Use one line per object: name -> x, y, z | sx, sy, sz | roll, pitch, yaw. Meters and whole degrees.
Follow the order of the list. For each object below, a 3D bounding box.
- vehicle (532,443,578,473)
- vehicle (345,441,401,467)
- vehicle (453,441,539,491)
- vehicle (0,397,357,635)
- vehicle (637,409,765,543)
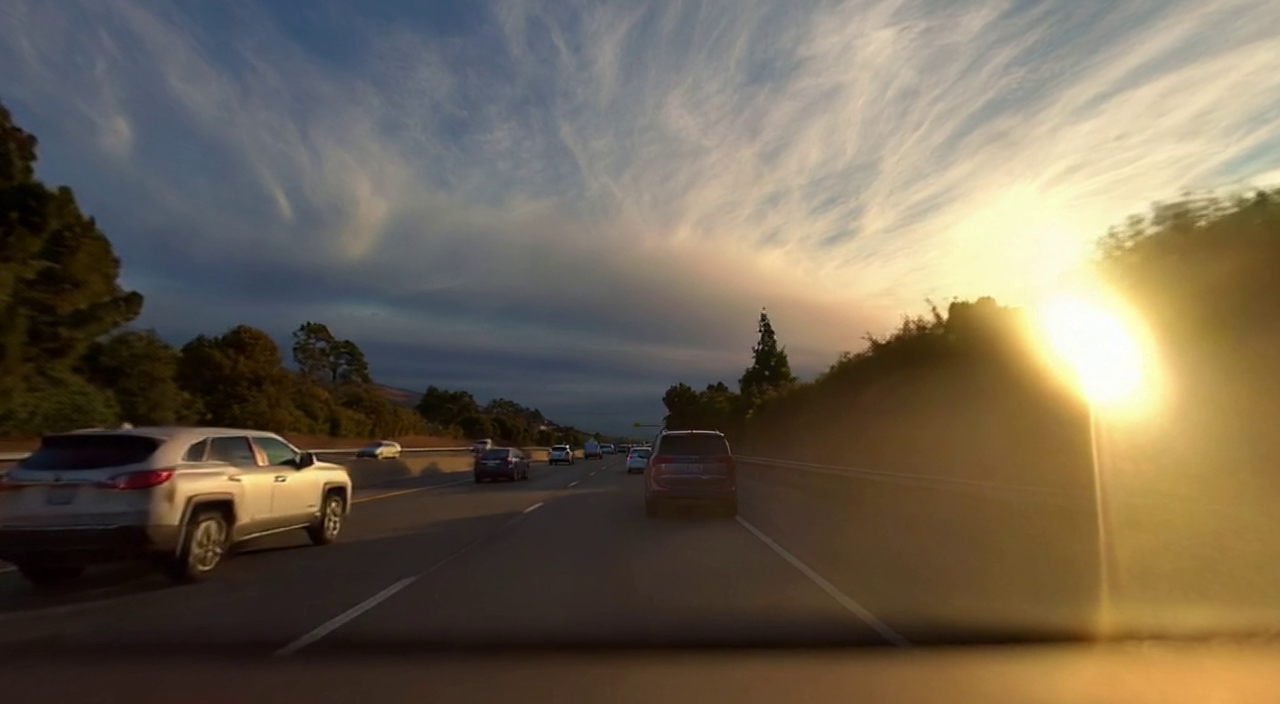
vehicle -> -4.621, 5.840, 34.931 | 1.855, 1.527, 4.209 | 0, -9, 2
vehicle -> -15.766, 6.036, 37.373 | 1.779, 1.439, 3.457 | 0, -9, 1
vehicle -> -4.638, 3.721, 20.873 | 1.867, 1.489, 3.829 | 0, -9, 1
vehicle -> -4.944, 1.464, 6.573 | 1.934, 1.642, 4.201 | 0, -9, 1
vehicle -> 0.873, 2.093, 11.162 | 1.825, 1.920, 3.960 | 0, -9, 0
